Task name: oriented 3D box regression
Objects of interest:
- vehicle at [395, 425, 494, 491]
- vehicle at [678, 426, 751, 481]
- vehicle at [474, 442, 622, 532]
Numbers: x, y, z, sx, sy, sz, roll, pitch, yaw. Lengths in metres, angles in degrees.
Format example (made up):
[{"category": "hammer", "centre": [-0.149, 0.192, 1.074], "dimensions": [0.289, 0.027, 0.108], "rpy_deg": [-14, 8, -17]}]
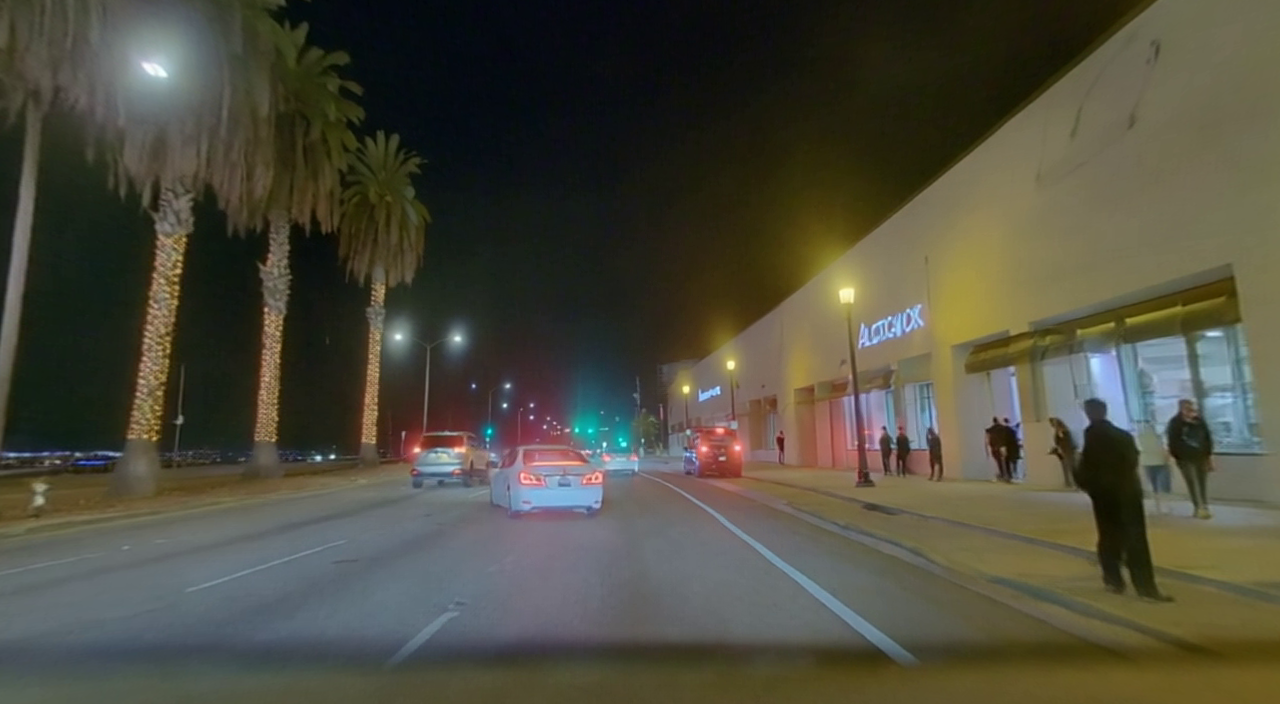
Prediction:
[{"category": "vehicle", "centre": [-6.826, 3.764, 22.702], "dimensions": [2.164, 2.047, 5.455], "rpy_deg": [0, -9, -4]}, {"category": "vehicle", "centre": [3.179, 4.471, 28.016], "dimensions": [2.126, 2.167, 5.098], "rpy_deg": [1, -9, -6]}, {"category": "vehicle", "centre": [-2.093, 2.627, 13.026], "dimensions": [1.930, 1.477, 4.657], "rpy_deg": [3, -9, -22]}]
